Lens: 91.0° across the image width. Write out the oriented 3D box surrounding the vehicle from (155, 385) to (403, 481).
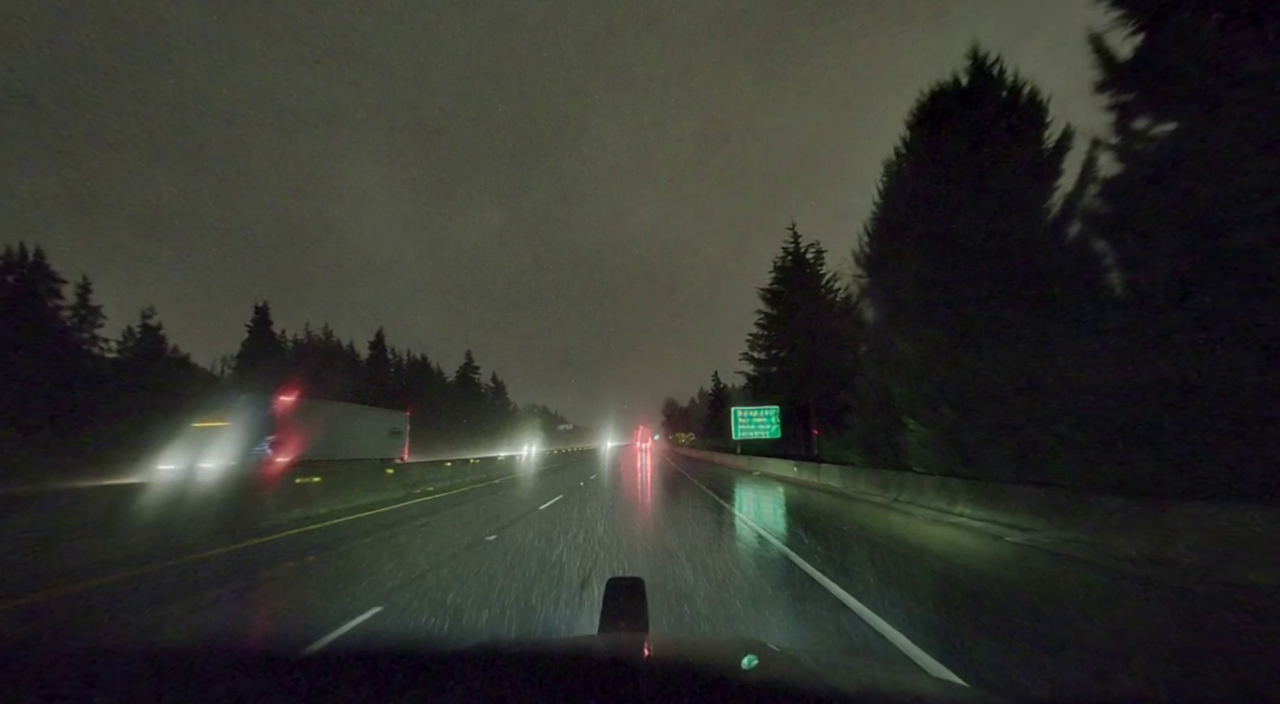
[{"bbox_3d":[-17.511,4.448,33.543,2.986,3.793,17.217,0,-8,1],"label":"vehicle"}]
